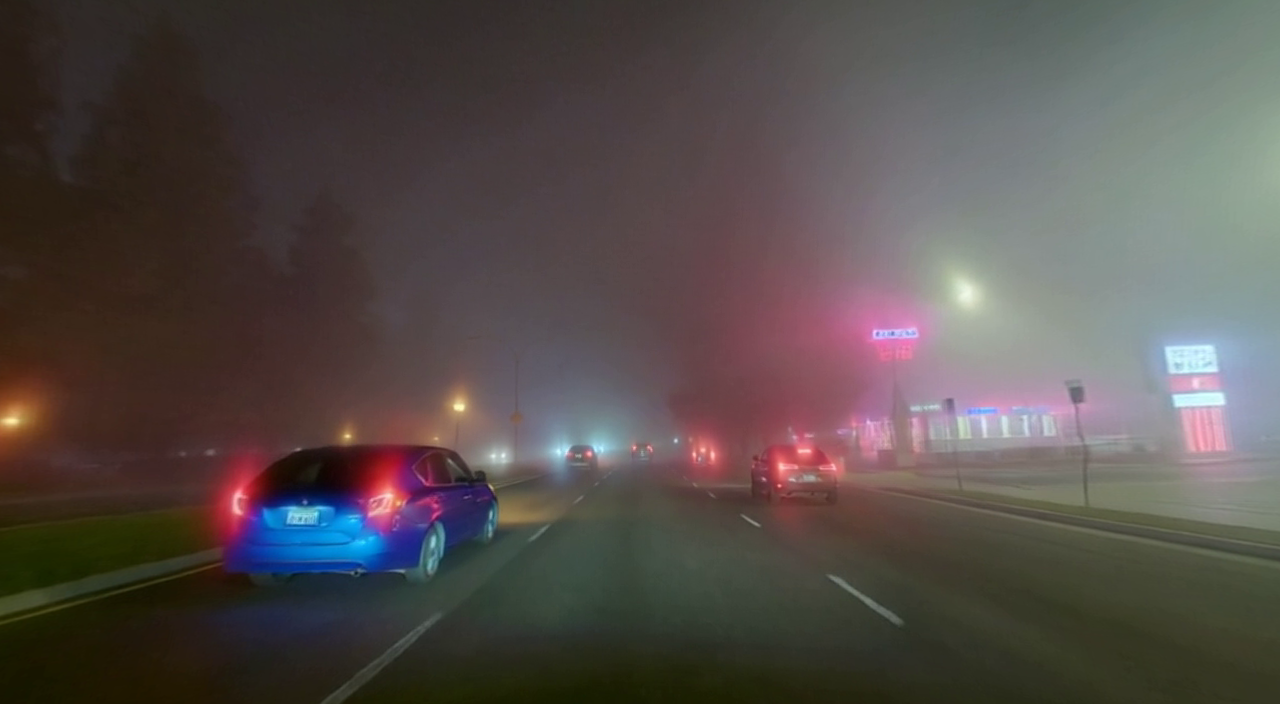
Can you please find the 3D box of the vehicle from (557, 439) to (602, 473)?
[{"bbox_3d":[-3.257,5.741,34.992,1.981,1.731,4.360,0,-9,1],"label":"vehicle"}]

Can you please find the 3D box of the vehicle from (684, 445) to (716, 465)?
[{"bbox_3d":[4.562,7.949,48.621,1.996,1.443,4.270,0,-9,-1],"label":"vehicle"}]

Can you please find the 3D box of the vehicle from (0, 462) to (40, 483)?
[{"bbox_3d":[-49.188,9.369,48.876,3.674,1.448,1.627,-2,-8,3],"label":"vehicle"}]

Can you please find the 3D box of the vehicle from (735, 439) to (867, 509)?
[{"bbox_3d":[3.815,2.968,15.880,2.036,1.480,4.659,0,-9,-1],"label":"vehicle"}]

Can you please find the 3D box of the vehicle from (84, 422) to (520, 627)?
[{"bbox_3d":[-2.931,1.620,7.083,2.082,1.460,4.922,0,-9,1],"label":"vehicle"}]
